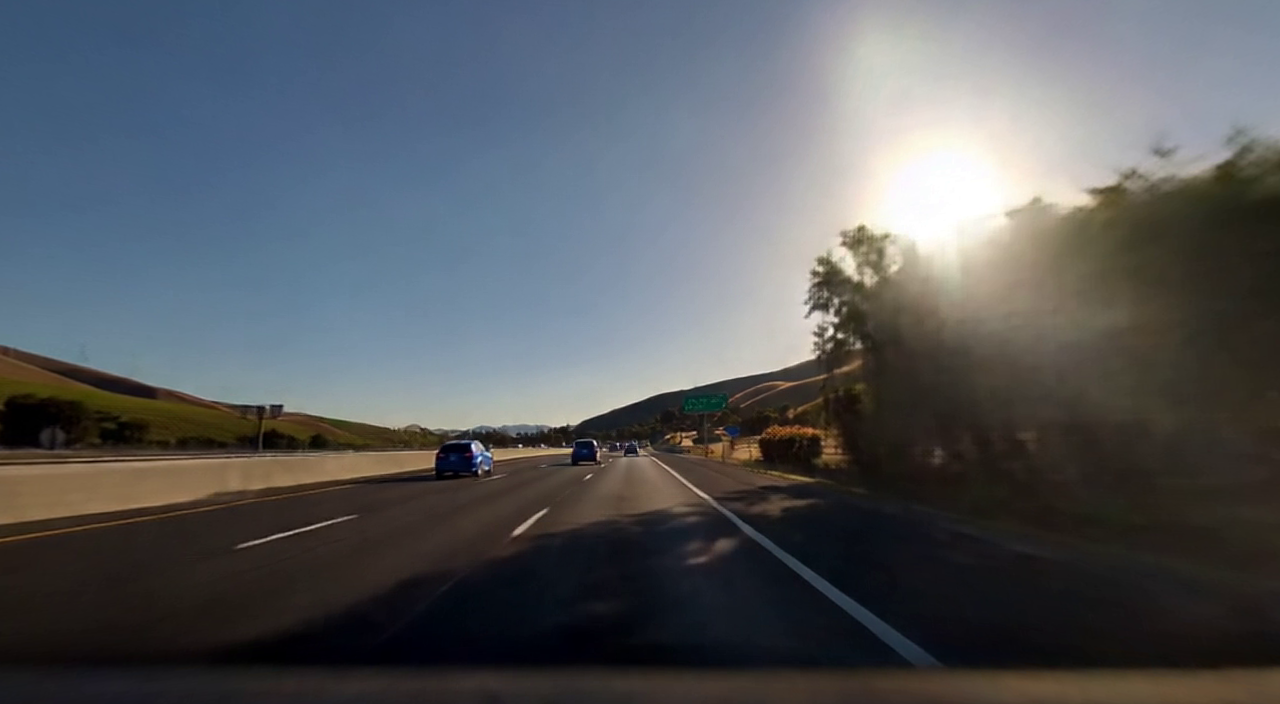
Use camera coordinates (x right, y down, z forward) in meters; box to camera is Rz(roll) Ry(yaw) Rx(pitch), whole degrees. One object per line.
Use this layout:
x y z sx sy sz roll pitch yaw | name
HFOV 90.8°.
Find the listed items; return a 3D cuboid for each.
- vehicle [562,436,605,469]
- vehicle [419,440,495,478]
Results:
-3.207 5.836 36.765 2.029 1.753 4.718 0 -8 0 | vehicle
-7.767 4.576 27.291 1.930 1.508 4.567 0 -8 0 | vehicle
